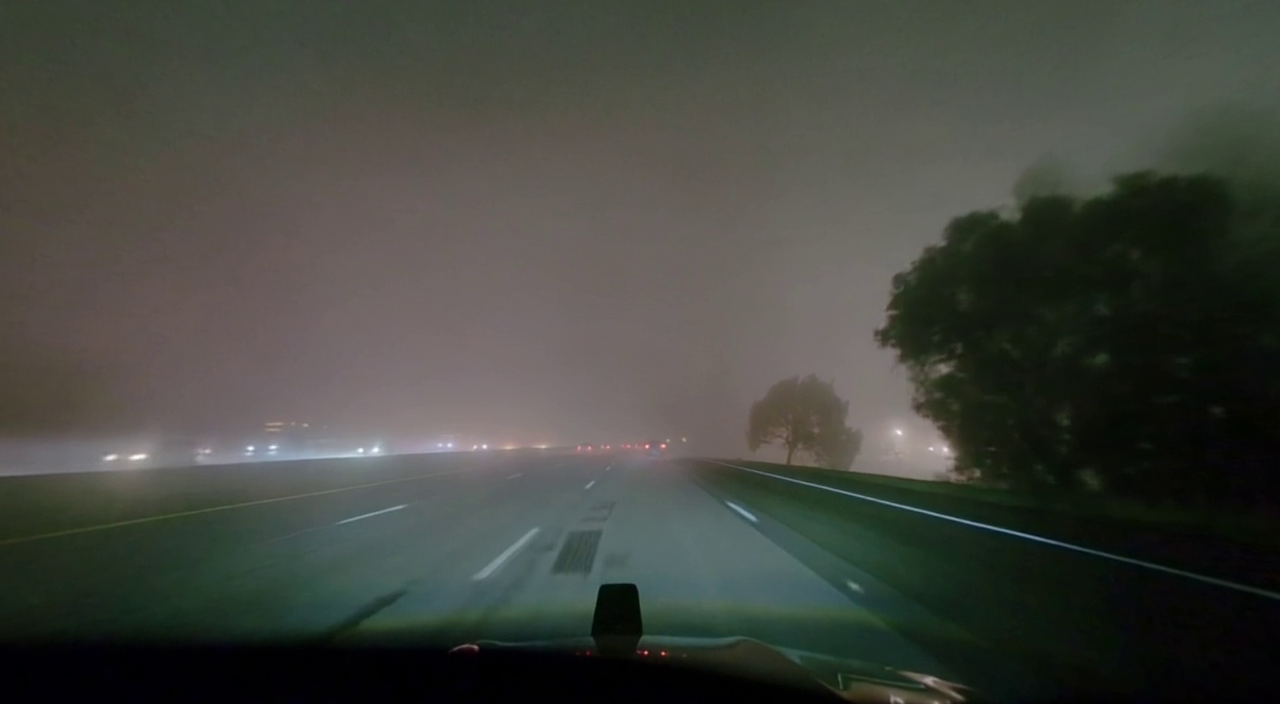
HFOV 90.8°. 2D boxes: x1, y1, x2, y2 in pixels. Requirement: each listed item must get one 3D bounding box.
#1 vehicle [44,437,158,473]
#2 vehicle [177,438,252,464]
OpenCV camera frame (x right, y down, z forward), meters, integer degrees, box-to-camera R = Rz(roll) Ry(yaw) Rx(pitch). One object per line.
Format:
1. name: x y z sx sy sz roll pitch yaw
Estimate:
1. vehicle: -27.904 5.335 32.915 1.934 1.678 4.559 0 -8 0
2. vehicle: -31.634 7.382 47.129 2.058 1.790 5.148 0 -8 0
